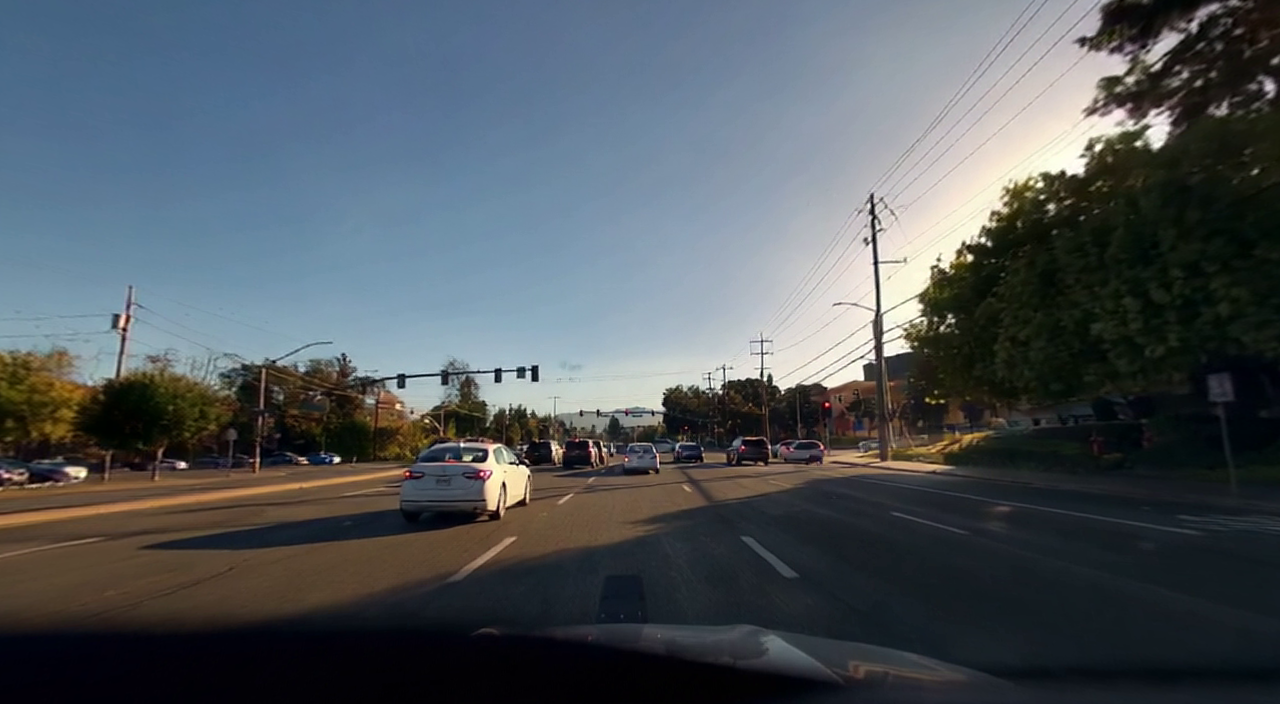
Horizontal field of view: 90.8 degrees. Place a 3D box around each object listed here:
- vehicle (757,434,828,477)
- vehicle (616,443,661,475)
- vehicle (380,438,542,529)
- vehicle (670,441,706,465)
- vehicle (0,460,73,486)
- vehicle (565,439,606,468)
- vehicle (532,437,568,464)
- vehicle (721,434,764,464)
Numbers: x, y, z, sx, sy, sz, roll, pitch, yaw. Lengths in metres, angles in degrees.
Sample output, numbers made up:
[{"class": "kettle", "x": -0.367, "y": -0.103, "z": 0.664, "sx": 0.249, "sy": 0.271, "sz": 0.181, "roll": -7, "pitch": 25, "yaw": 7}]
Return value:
[{"class": "vehicle", "x": 6.526, "y": 4.482, "z": 27.510, "sx": 1.945, "sy": 1.706, "sz": 4.190, "roll": 0, "pitch": -8, "yaw": -2}, {"class": "vehicle", "x": -0.070, "y": 5.262, "z": 31.297, "sx": 2.098, "sy": 1.431, "sz": 3.958, "roll": 0, "pitch": -8, "yaw": 0}, {"class": "vehicle", "x": -3.254, "y": 2.469, "z": 12.479, "sx": 1.837, "sy": 1.463, "sz": 4.311, "roll": 0, "pitch": -8, "yaw": 1}, {"class": "vehicle", "x": 3.199, "y": 6.871, "z": 43.213, "sx": 1.987, "sy": 1.515, "sz": 4.521, "roll": 0, "pitch": -8, "yaw": -2}, {"class": "vehicle", "x": -39.910, "y": 7.853, "z": 40.864, "sx": 4.697, "sy": 1.443, "sz": 1.662, "roll": -2, "pitch": -9, "yaw": -4}, {"class": "vehicle", "x": -3.336, "y": 6.311, "z": 39.400, "sx": 2.033, "sy": 1.714, "sz": 4.278, "roll": 0, "pitch": -8, "yaw": 1}, {"class": "vehicle", "x": -7.024, "y": 7.732, "z": 49.595, "sx": 2.105, "sy": 1.985, "sz": 4.336, "roll": 0, "pitch": -8, "yaw": 1}, {"class": "vehicle", "x": 7.345, "y": 7.025, "z": 45.759, "sx": 2.156, "sy": 1.982, "sz": 5.358, "roll": 0, "pitch": -9, "yaw": -1}]
